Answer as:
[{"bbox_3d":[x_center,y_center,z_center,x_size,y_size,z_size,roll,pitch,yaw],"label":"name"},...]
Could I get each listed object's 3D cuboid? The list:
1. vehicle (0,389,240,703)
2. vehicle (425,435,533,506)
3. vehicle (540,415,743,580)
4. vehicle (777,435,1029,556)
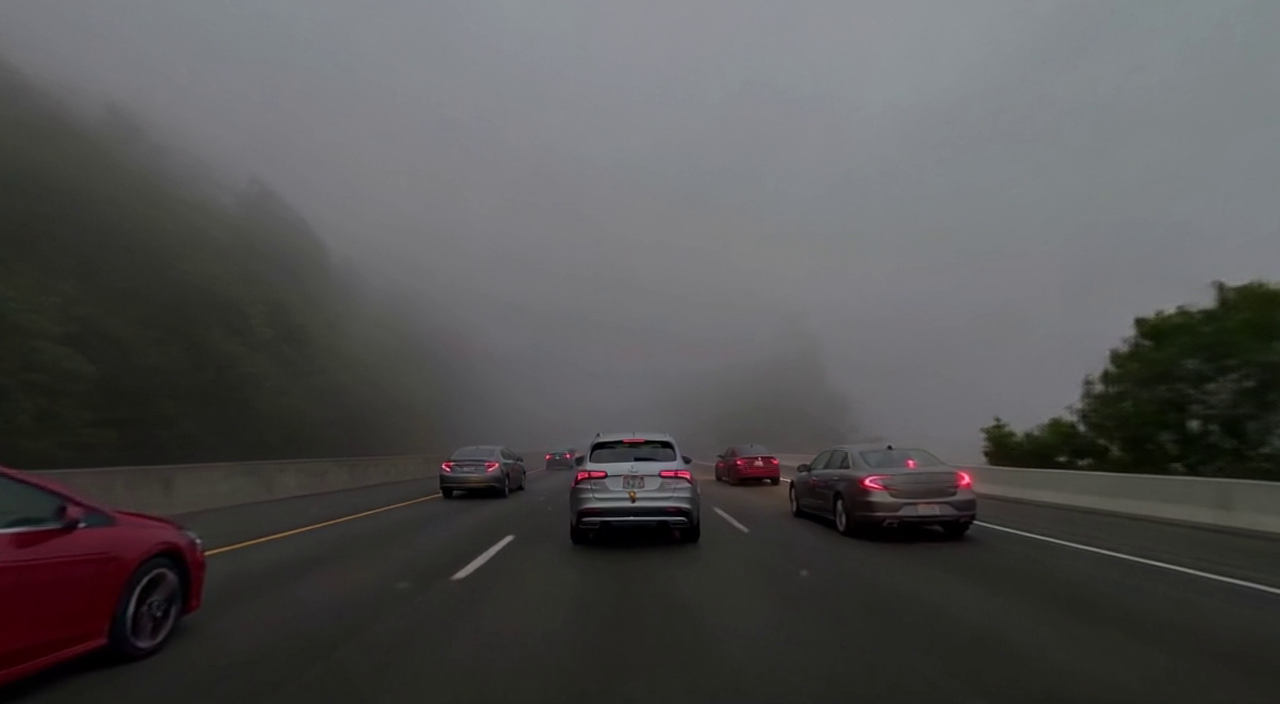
[{"bbox_3d":[-4.490,1.003,3.103,2.173,1.660,4.373,0,-9,-1],"label":"vehicle"},{"bbox_3d":[-4.252,3.193,17.300,1.890,1.708,3.844,0,-9,1],"label":"vehicle"},{"bbox_3d":[-0.034,1.807,8.519,2.093,1.695,3.782,0,-9,-2],"label":"vehicle"},{"bbox_3d":[3.668,2.085,9.910,1.953,1.434,4.511,0,-9,-1],"label":"vehicle"}]
